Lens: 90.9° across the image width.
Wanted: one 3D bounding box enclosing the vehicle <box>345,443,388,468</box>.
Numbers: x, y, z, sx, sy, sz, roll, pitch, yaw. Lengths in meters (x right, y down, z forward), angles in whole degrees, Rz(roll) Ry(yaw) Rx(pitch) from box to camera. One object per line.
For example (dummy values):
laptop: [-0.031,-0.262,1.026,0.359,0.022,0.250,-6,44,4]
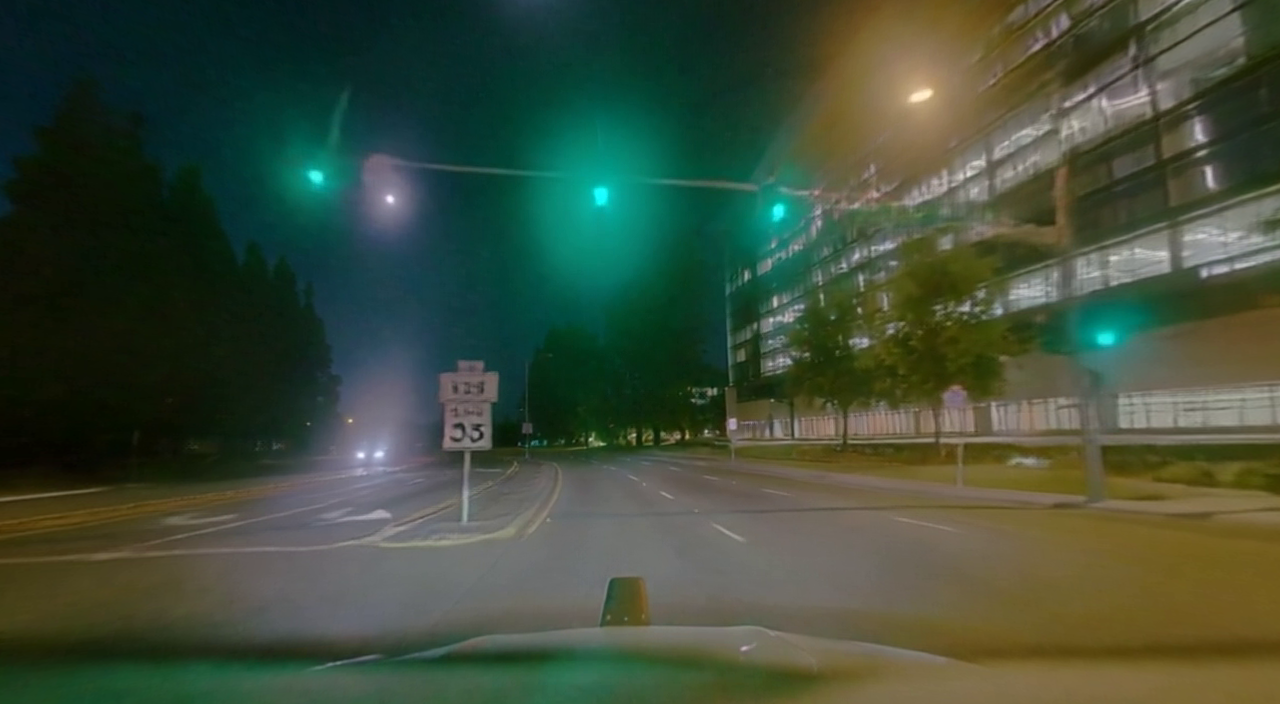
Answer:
vehicle: [-21.079,7.981,48.724,2.091,1.809,4.550,2,-8,-12]
